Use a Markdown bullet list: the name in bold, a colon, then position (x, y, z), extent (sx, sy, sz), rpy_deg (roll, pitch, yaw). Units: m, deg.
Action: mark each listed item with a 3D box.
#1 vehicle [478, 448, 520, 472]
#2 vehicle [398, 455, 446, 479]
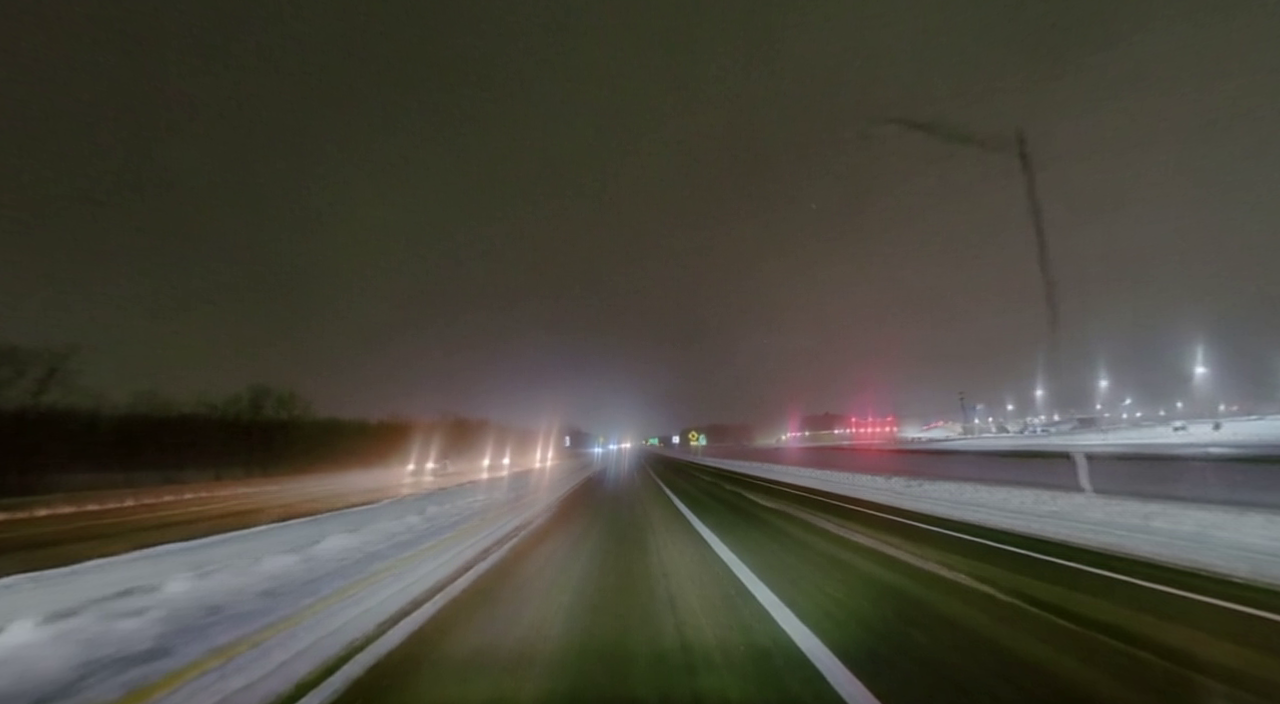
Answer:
- **vehicle**: position (-10.089, 7.754, 45.539), extent (2.071, 1.621, 4.273), rpy_deg (0, -9, -1)
- **vehicle**: position (-14.397, 7.602, 41.860), extent (1.952, 1.458, 3.694), rpy_deg (0, -9, -1)
